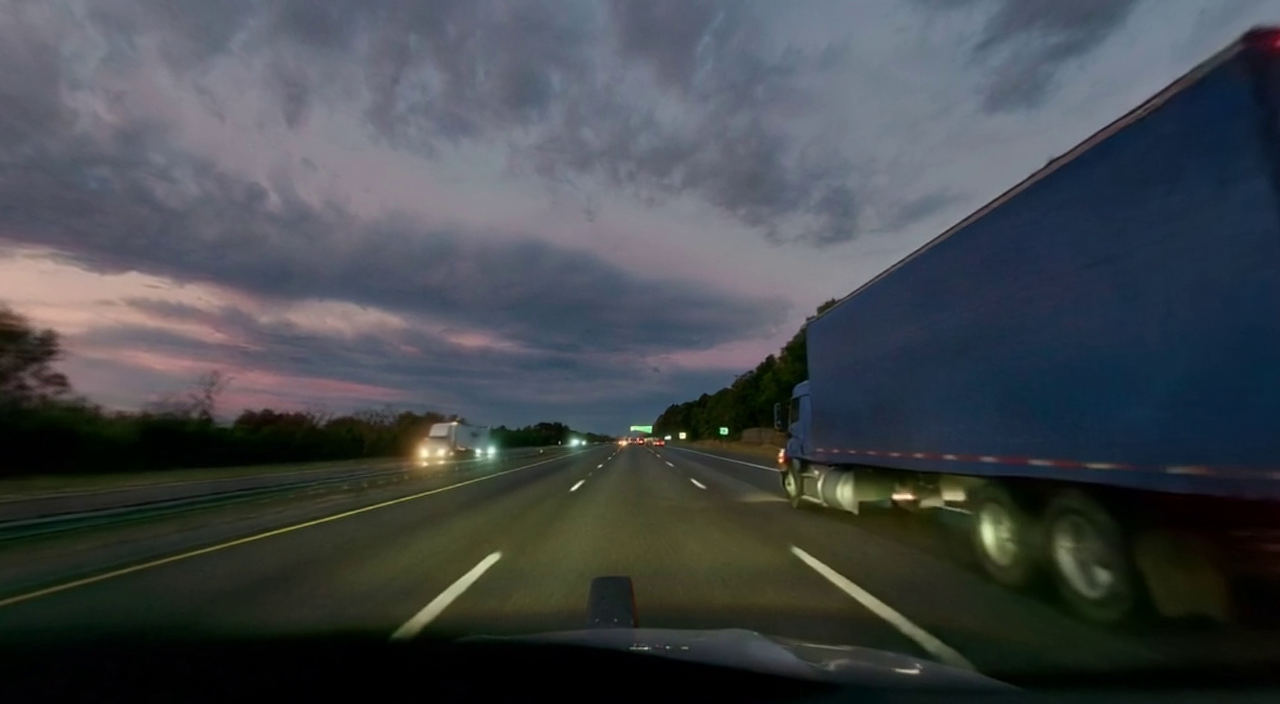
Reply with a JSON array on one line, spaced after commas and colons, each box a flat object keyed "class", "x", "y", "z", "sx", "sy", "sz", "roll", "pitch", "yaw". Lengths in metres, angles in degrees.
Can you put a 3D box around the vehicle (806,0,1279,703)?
[{"class": "vehicle", "x": 4.083, "y": 0.428, "z": 5.782, "sx": 2.766, "sy": 3.349, "sz": 7.796, "roll": 0, "pitch": -8, "yaw": -1}]
